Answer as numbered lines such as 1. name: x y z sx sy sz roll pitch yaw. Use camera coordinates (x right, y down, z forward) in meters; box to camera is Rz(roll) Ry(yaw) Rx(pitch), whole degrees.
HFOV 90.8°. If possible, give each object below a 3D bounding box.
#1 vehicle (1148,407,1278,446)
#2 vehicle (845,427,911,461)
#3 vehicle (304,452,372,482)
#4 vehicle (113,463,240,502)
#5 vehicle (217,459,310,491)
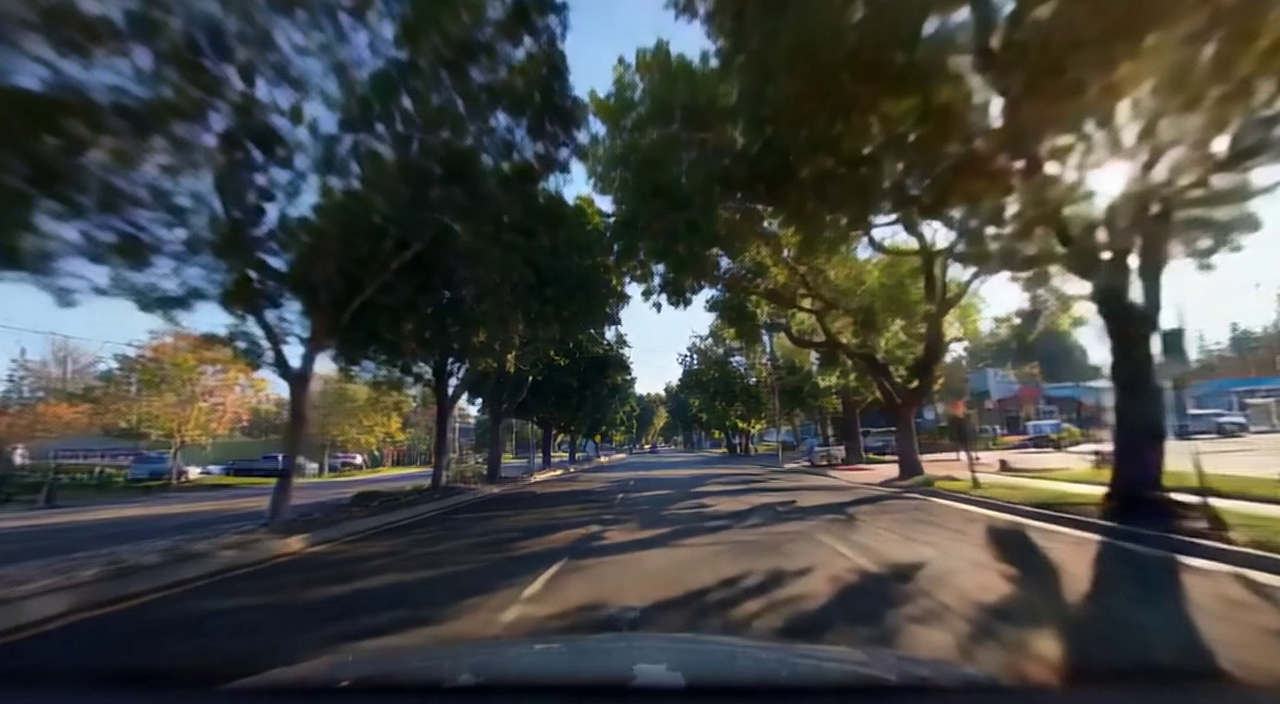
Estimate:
1. vehicle: 32.309 4.311 35.950 2.367 2.056 5.466 -1 -8 3
2. vehicle: 14.059 5.479 37.700 2.108 1.877 4.807 0 -8 1
3. vehicle: -19.971 7.608 41.994 1.988 1.785 4.802 -1 -8 2
4. vehicle: -20.540 5.773 28.290 1.924 1.479 4.706 -1 -8 4
5. vehicle: -20.234 6.626 34.231 1.787 1.471 4.709 -1 -8 5
